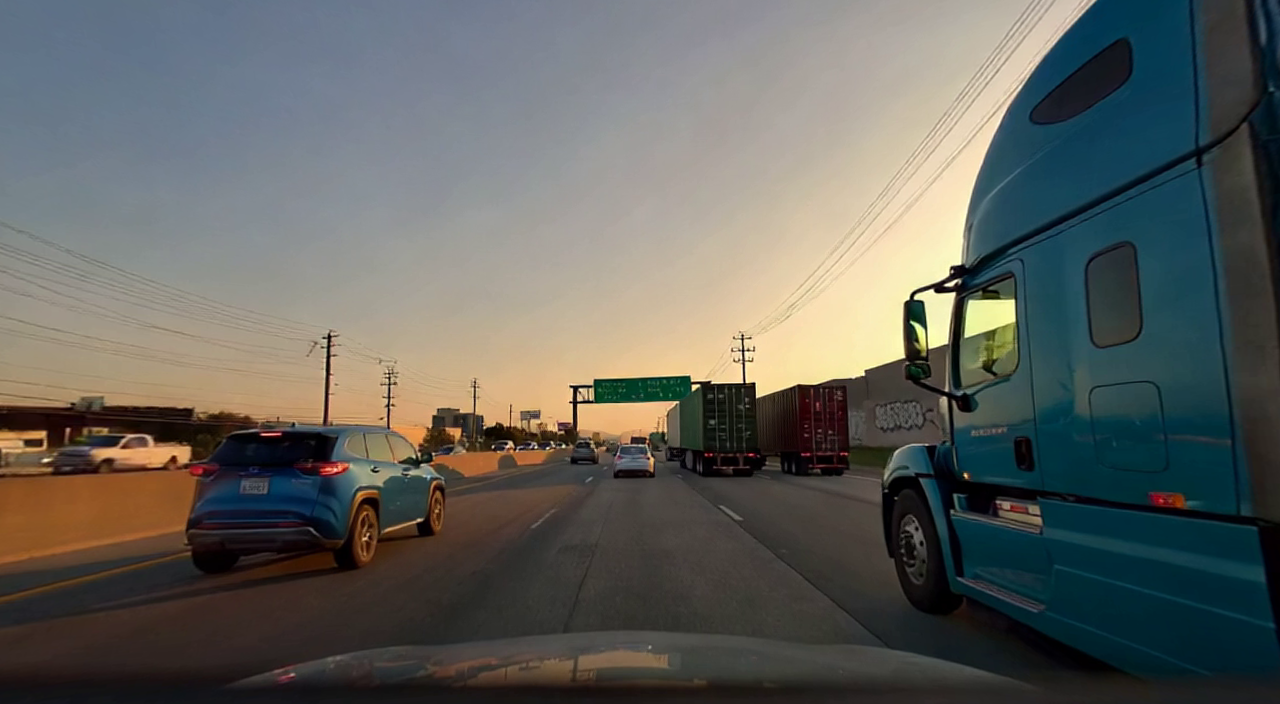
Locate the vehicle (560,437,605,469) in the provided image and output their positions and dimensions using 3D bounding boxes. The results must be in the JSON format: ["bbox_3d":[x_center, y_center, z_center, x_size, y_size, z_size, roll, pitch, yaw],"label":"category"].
[{"bbox_3d":[-3.484,6.267,39.193,2.243,1.820,4.473,0,-9,1],"label":"vehicle"}]

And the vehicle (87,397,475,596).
[{"bbox_3d":[-3.891,1.666,8.140,2.264,1.804,4.584,0,-9,0],"label":"vehicle"}]

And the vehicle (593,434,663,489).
[{"bbox_3d":[-0.388,3.736,21.836,2.191,1.685,4.015,0,-9,-1],"label":"vehicle"}]

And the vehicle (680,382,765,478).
[{"bbox_3d":[3.902,4.264,33.280,2.800,4.039,13.179,0,-9,0],"label":"vehicle"}]

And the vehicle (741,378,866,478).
[{"bbox_3d":[7.663,4.046,32.097,2.868,4.017,12.827,0,-9,0],"label":"vehicle"}]

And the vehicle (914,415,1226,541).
[{"bbox_3d":[6.989,2.100,11.142,2.202,1.731,4.628,0,-9,0],"label":"vehicle"}]

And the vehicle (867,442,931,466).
[{"bbox_3d":[19.450,7.697,47.832,2.470,1.666,6.285,-1,-9,3],"label":"vehicle"}]
